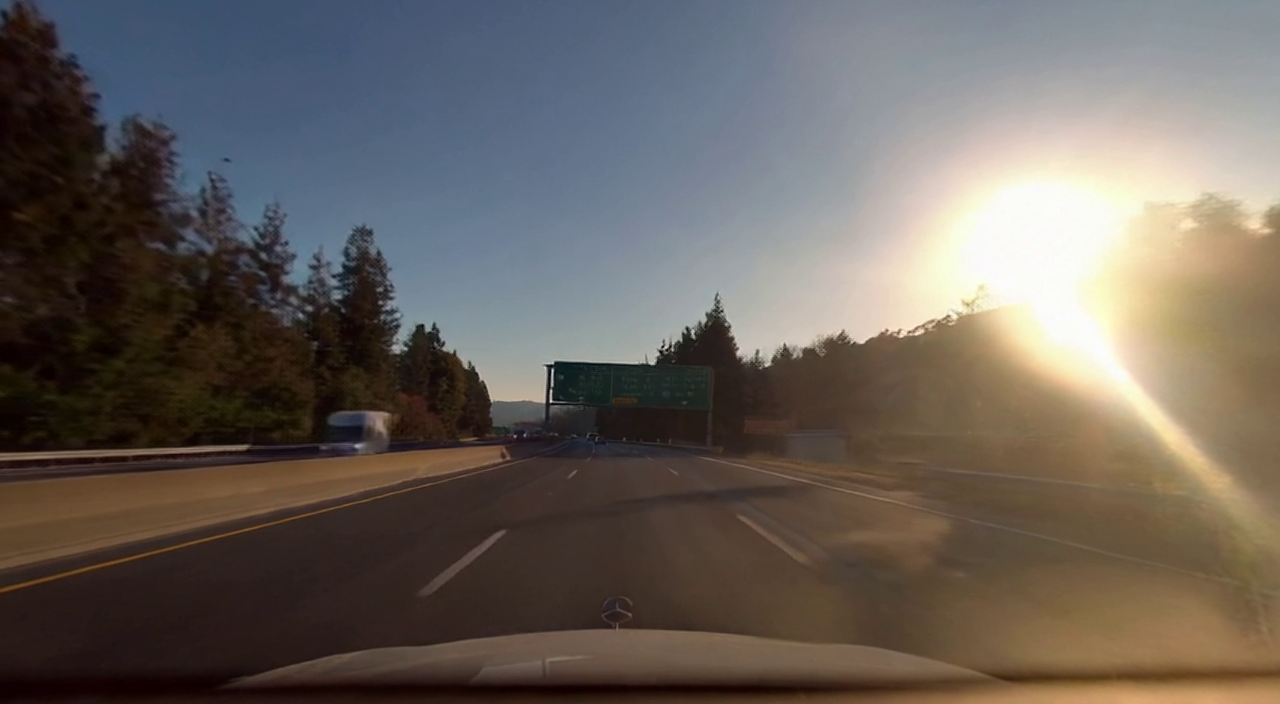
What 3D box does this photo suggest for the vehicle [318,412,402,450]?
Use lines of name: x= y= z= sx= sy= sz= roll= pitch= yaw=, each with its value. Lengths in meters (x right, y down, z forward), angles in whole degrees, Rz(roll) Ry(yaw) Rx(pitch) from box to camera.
vehicle: x=-13.674 y=3.923 z=31.090 sx=2.059 sy=1.745 sz=4.882 roll=0 pitch=-8 yaw=-2
